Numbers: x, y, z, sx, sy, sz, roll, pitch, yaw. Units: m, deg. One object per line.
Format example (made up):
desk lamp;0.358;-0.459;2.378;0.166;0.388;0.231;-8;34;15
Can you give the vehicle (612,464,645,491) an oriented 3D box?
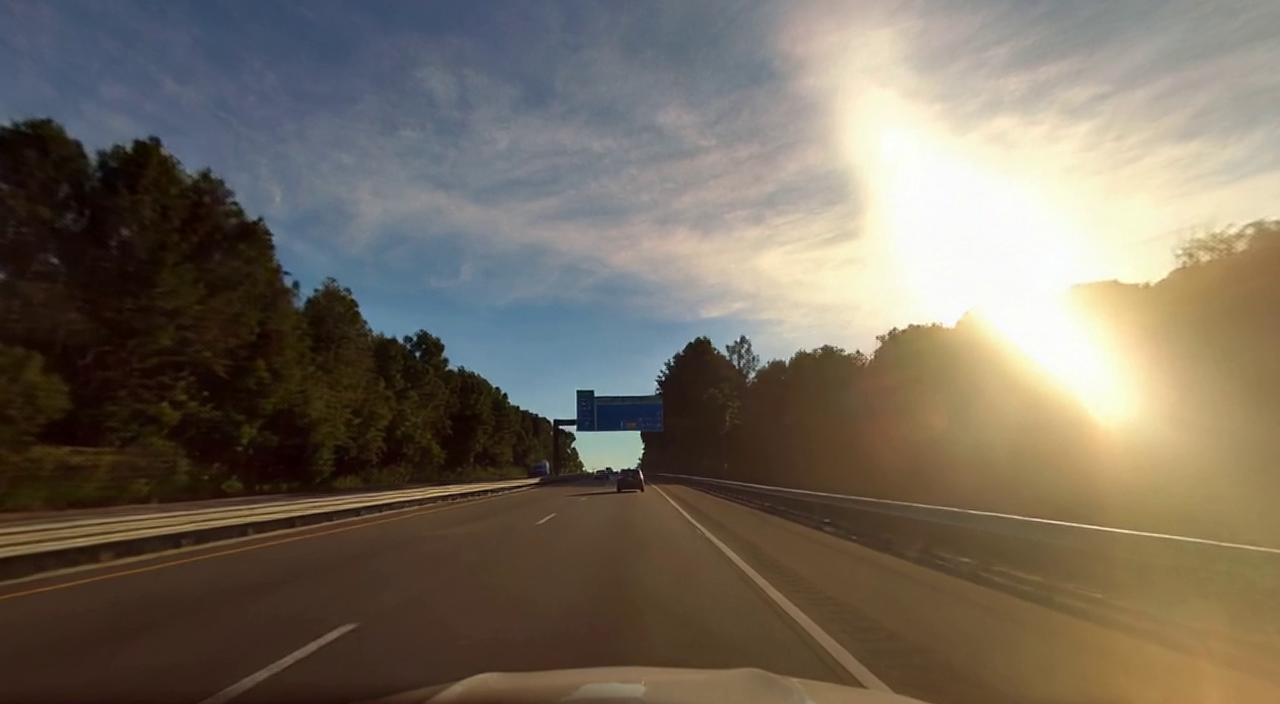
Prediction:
vehicle;-0.737;8.446;42.578;2.107;1.668;4.554;1;-11;0
